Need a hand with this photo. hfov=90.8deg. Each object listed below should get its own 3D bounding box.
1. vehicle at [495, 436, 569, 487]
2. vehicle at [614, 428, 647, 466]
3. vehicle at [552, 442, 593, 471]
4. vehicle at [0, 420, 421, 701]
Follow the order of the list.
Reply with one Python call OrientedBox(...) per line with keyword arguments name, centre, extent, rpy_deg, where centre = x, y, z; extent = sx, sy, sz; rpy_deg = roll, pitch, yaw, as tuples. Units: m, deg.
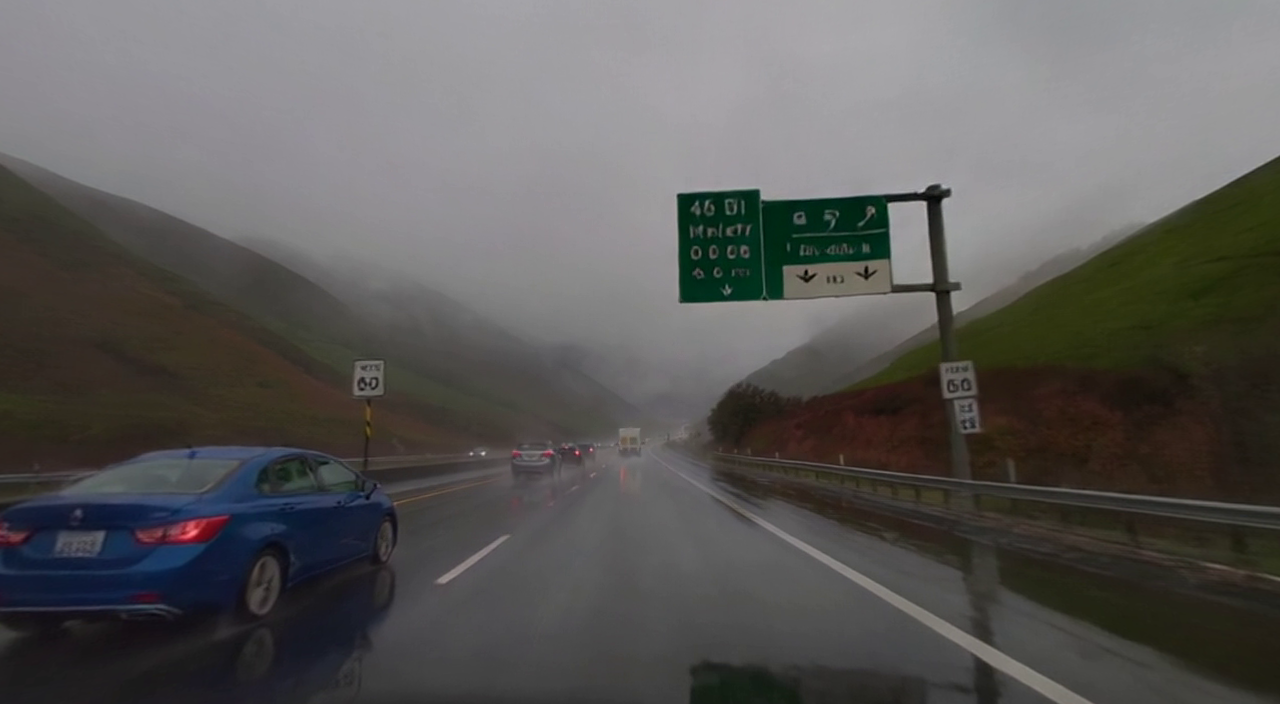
OrientedBox(name="vehicle", centre=(-3.951, 4.082, 23.795), extent=(2.073, 1.694, 4.162), rpy_deg=(0, -9, 0))
OrientedBox(name="vehicle", centre=(-0.648, 7.061, 46.706), extent=(2.227, 2.611, 5.900), rpy_deg=(0, -9, 1))
OrientedBox(name="vehicle", centre=(-3.982, 6.250, 37.987), extent=(2.044, 1.624, 4.032), rpy_deg=(0, -9, 0))
OrientedBox(name="vehicle", centre=(-3.714, 1.430, 5.578), extent=(1.988, 1.440, 4.504), rpy_deg=(0, -9, -1))
